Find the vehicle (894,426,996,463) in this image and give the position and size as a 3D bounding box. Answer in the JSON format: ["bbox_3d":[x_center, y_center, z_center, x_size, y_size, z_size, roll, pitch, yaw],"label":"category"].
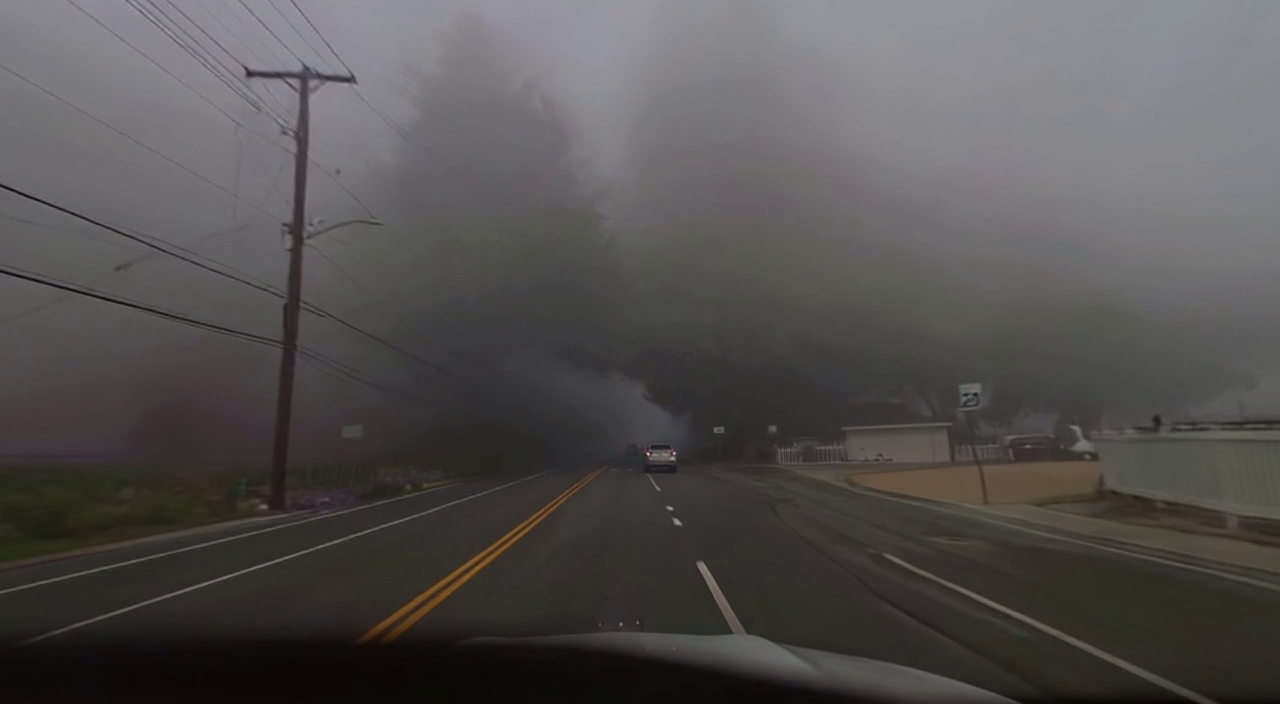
[{"bbox_3d":[17.382,5.282,36.173,4.635,2.026,2.258,0,-9,-4],"label":"vehicle"}]

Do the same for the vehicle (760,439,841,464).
[{"bbox_3d":[9.910,6.184,39.273,4.511,1.473,1.962,1,-8,-2],"label":"vehicle"}]

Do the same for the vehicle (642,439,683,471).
[{"bbox_3d":[1.080,5.191,31.997,1.975,1.497,3.647,0,-9,0],"label":"vehicle"}]

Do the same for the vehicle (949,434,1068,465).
[{"bbox_3d":[19.276,5.109,33.238,4.869,1.477,2.076,-1,-9,2],"label":"vehicle"}]
